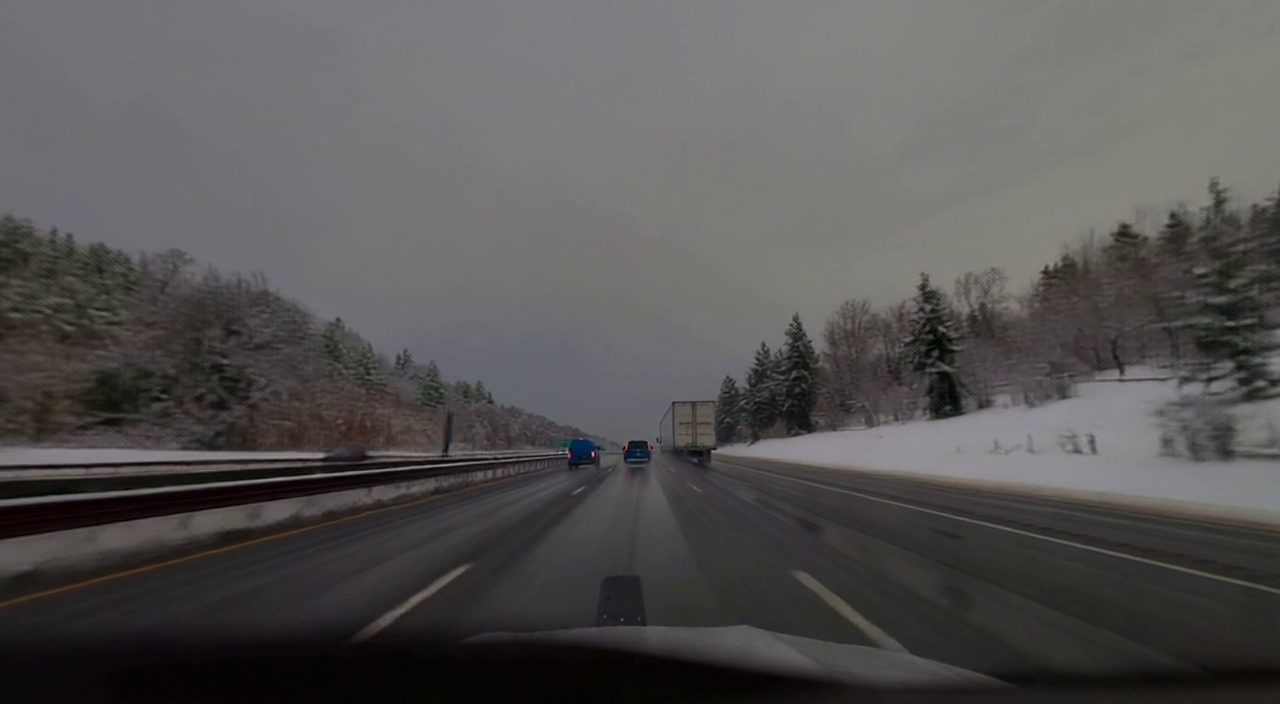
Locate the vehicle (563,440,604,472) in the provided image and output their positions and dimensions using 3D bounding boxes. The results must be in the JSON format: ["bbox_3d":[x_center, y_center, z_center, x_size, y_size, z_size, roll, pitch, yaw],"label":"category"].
[{"bbox_3d":[-3.659,6.886,41.833,2.167,1.991,5.062,-1,-9,1],"label":"vehicle"}]

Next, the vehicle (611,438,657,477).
[{"bbox_3d":[-0.285,5.374,32.194,2.209,1.825,4.036,0,-9,0],"label":"vehicle"}]

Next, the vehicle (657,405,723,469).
[{"bbox_3d":[3.380,6.710,48.406,3.468,4.030,16.902,0,-9,-1],"label":"vehicle"}]

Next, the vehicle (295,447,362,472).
[{"bbox_3d":[-19.158,6.621,39.008,1.932,1.459,4.178,-1,-9,1],"label":"vehicle"}]
